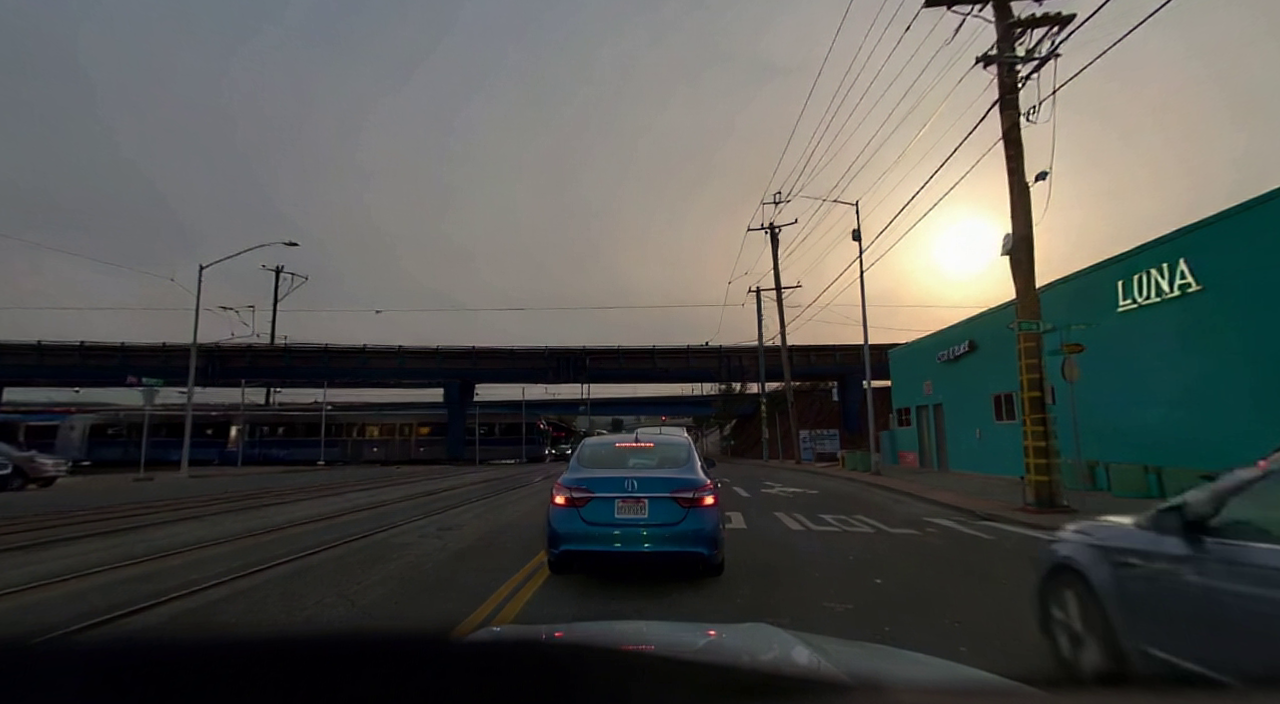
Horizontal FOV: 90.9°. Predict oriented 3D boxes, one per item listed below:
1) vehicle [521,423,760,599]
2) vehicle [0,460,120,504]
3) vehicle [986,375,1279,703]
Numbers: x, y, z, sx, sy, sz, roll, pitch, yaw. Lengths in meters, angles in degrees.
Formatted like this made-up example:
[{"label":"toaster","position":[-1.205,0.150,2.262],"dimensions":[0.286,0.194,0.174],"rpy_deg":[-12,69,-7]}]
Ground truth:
[{"label":"vehicle","position":[0.087,1.702,7.607],"dimensions":[2.090,1.518,4.033],"rpy_deg":[-1,-9,3]},{"label":"vehicle","position":[-21.933,4.674,22.838],"dimensions":[4.566,1.453,1.935],"rpy_deg":[-1,-9,5]},{"label":"vehicle","position":[2.879,0.768,1.563],"dimensions":[1.948,1.490,4.405],"rpy_deg":[-1,-9,7]}]
